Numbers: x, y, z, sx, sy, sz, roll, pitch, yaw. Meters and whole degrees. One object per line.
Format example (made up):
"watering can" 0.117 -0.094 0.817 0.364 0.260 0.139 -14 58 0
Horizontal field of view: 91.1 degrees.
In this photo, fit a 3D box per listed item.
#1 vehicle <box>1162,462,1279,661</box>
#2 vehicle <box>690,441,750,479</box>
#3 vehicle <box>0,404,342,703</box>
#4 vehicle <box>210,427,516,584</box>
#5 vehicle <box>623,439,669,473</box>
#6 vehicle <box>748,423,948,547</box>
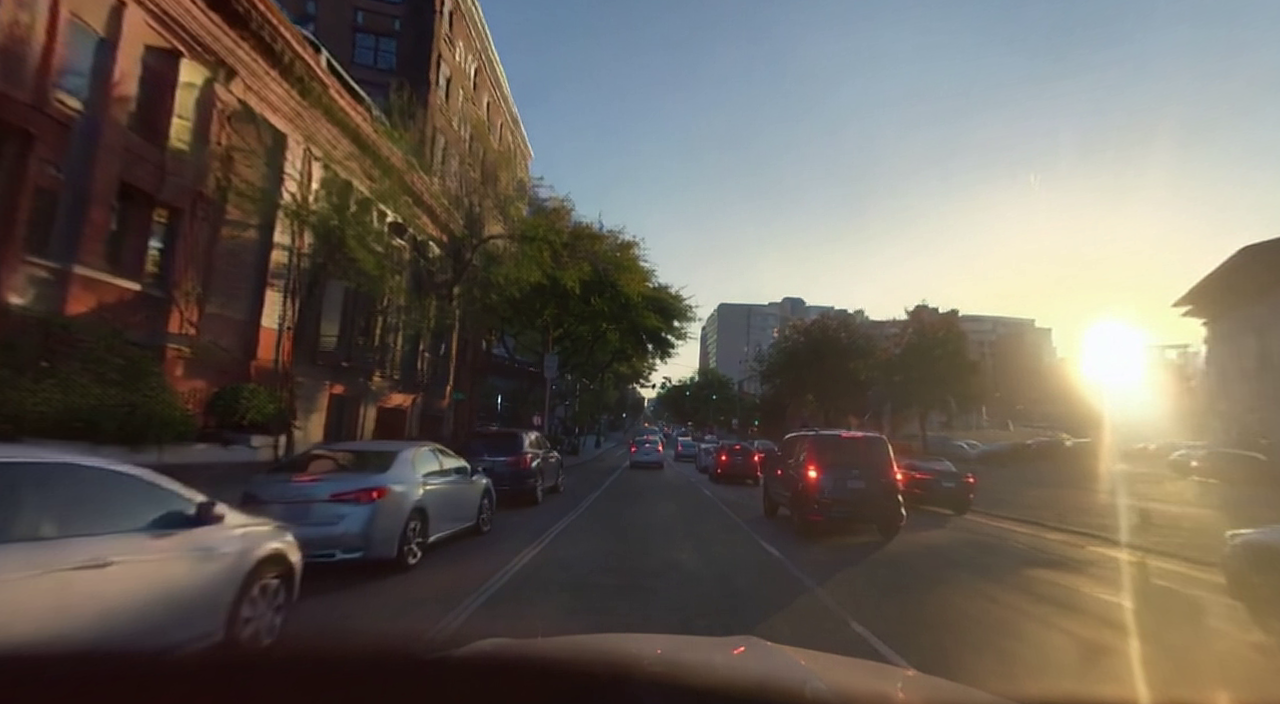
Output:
"vehicle" 6.354 1.643 4.347 1.913 1.624 4.116 0 -8 0
"vehicle" 3.376 4.635 27.241 1.966 1.475 4.528 0 -8 0
"vehicle" -3.252 0.954 2.423 1.863 1.466 4.416 -1 -8 3
"vehicle" -3.038 1.766 8.111 1.926 1.456 4.313 0 -8 1
"vehicle" 0.293 4.795 29.154 2.007 1.460 3.923 0 -8 1
"vehicle" 3.302 2.204 11.109 2.002 1.707 4.547 0 -8 0
